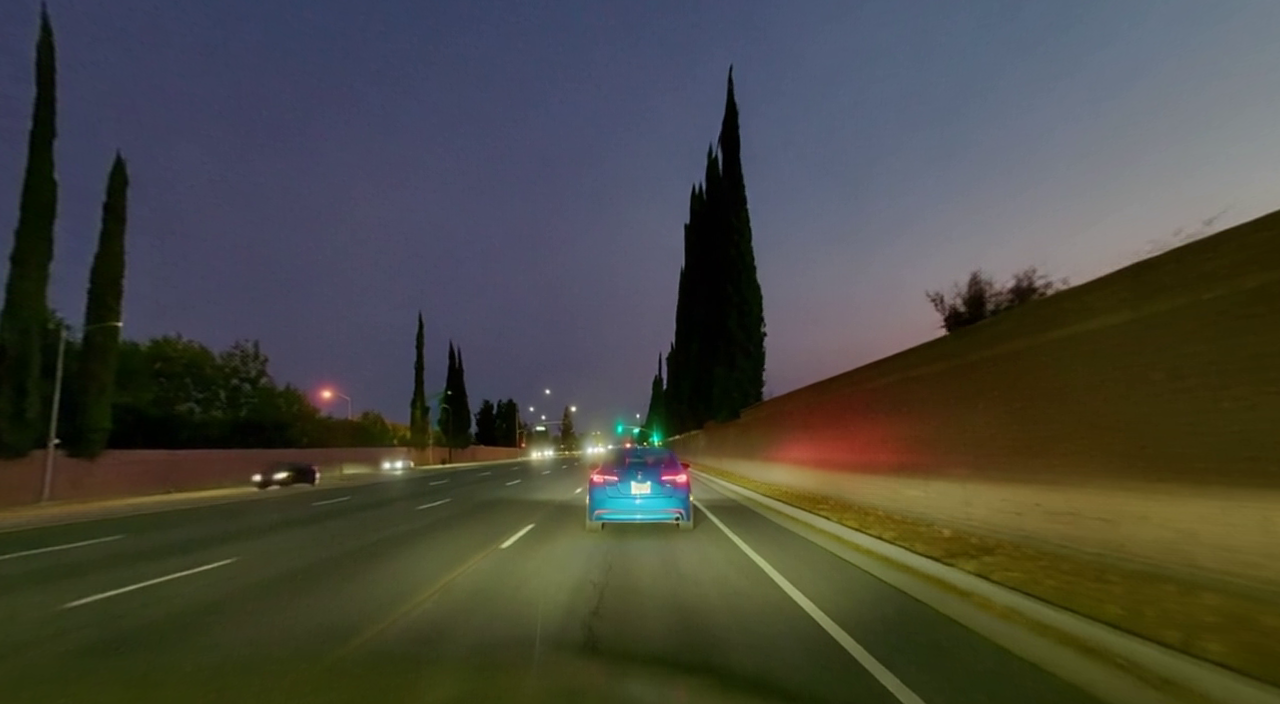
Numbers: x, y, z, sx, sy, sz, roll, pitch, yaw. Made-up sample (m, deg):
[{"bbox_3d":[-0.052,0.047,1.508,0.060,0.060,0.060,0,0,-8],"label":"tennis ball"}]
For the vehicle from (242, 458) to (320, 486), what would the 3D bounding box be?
[{"bbox_3d":[-21.593,7.208,38.276,1.950,1.485,4.711,0,-9,0],"label":"vehicle"}]

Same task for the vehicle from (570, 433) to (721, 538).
[{"bbox_3d":[0.068,2.273,11.443,2.205,1.509,4.272,0,-8,0],"label":"vehicle"}]
